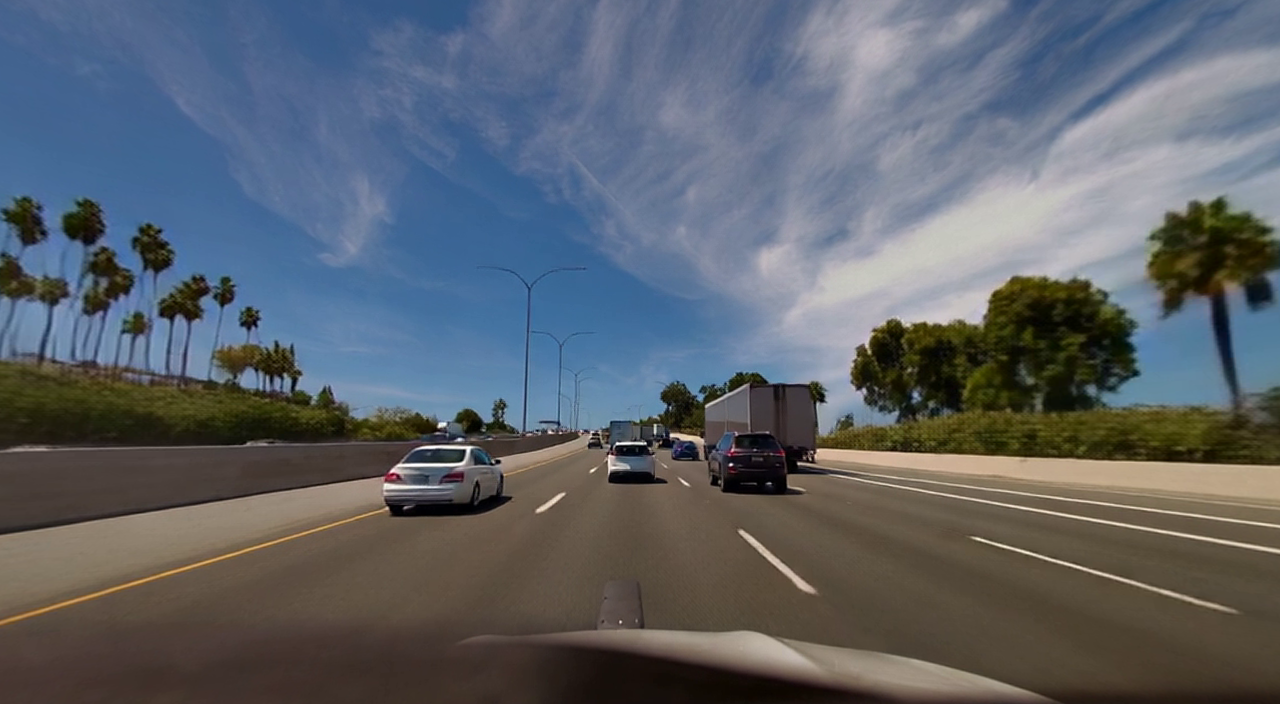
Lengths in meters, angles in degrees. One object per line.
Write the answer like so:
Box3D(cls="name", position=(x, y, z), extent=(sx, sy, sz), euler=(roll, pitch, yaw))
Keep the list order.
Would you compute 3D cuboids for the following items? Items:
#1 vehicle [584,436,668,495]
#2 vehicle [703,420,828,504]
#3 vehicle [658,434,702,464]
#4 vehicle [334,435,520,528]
Box3D(cls="vehicle", position=(-0.389, 3.174, 17.967), extent=(2.136, 1.470, 3.971), euler=(0, -8, -1))
Box3D(cls="vehicle", position=(3.055, 2.800, 16.467), extent=(2.173, 1.870, 4.499), euler=(0, -8, -2))
Box3D(cls="vehicle", position=(2.554, 6.436, 41.837), extent=(2.476, 1.843, 5.652), euler=(0, -8, -1))
Box3D(cls="vehicle", position=(-3.718, 2.325, 11.996), extent=(1.998, 1.423, 4.436), euler=(0, -8, 0))
